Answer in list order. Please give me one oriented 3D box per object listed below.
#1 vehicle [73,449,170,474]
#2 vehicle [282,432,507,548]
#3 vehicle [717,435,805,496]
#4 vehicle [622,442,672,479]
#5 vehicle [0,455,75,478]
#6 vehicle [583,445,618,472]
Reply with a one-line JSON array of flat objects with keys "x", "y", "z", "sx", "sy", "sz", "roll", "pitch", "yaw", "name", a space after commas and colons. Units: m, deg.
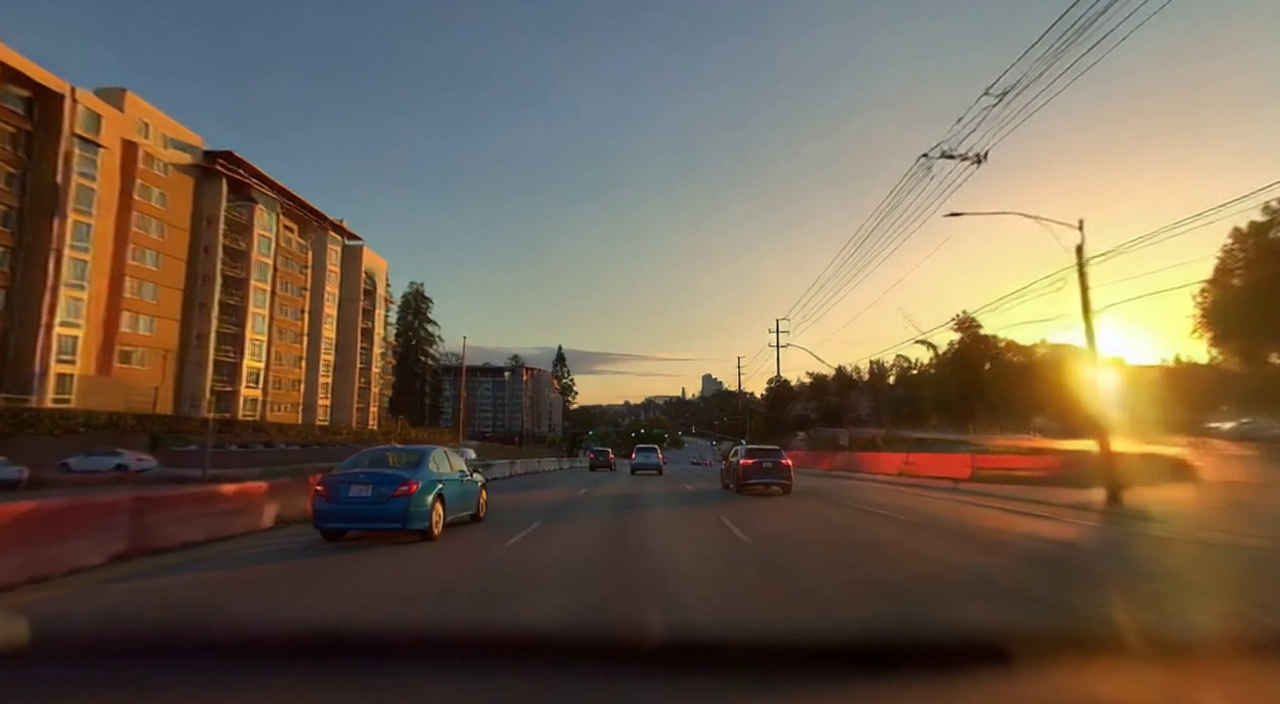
[{"x": -36.248, "y": 7.634, "z": 44.266, "sx": 4.874, "sy": 1.671, "sz": 1.983, "roll": 1, "pitch": -8, "yaw": -2, "name": "vehicle"}, {"x": -3.632, "y": 2.106, "z": 10.341, "sx": 1.968, "sy": 1.473, "sz": 4.209, "roll": 0, "pitch": -8, "yaw": 0, "name": "vehicle"}, {"x": 3.849, "y": 3.695, "z": 20.933, "sx": 2.029, "sy": 1.797, "sz": 4.218, "roll": 0, "pitch": -8, "yaw": -1, "name": "vehicle"}, {"x": 0.352, "y": 5.353, "z": 31.499, "sx": 2.291, "sy": 1.714, "sz": 4.217, "roll": 0, "pitch": -8, "yaw": 0, "name": "vehicle"}, {"x": -36.845, "y": 6.865, "z": 37.829, "sx": 4.090, "sy": 1.271, "sz": 1.813, "roll": 1, "pitch": -8, "yaw": -3, "name": "vehicle"}, {"x": -2.827, "y": 7.688, "z": 46.056, "sx": 2.190, "sy": 1.832, "sz": 4.417, "roll": 0, "pitch": -8, "yaw": 1, "name": "vehicle"}]
